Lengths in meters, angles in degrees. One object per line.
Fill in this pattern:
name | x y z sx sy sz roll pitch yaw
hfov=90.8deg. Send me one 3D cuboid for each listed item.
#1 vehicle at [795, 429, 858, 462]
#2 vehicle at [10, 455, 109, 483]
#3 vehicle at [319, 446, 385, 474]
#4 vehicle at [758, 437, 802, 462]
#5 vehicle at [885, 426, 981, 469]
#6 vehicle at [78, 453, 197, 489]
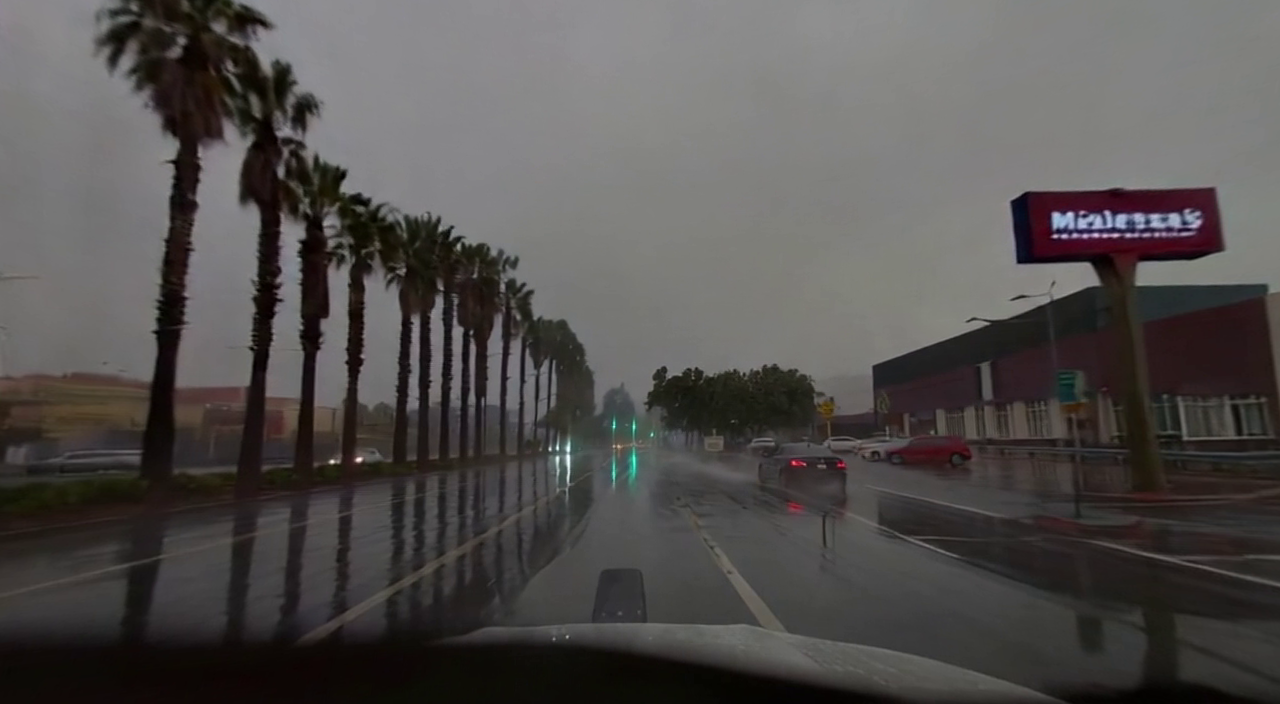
vehicle | 11.851 6.030 40.632 2.332 1.937 5.400 0 -9 -1
vehicle | -37.031 7.454 40.364 4.327 1.474 1.858 -2 -7 -6
vehicle | -16.464 6.187 36.314 1.870 1.504 3.993 0 -9 0
vehicle | 9.106 6.395 41.369 2.007 1.525 4.492 0 -9 2
vehicle | 12.600 4.174 27.544 1.909 1.686 4.670 0 -9 0
vehicle | -23.158 5.467 29.361 1.880 1.480 4.451 0 -9 -1
